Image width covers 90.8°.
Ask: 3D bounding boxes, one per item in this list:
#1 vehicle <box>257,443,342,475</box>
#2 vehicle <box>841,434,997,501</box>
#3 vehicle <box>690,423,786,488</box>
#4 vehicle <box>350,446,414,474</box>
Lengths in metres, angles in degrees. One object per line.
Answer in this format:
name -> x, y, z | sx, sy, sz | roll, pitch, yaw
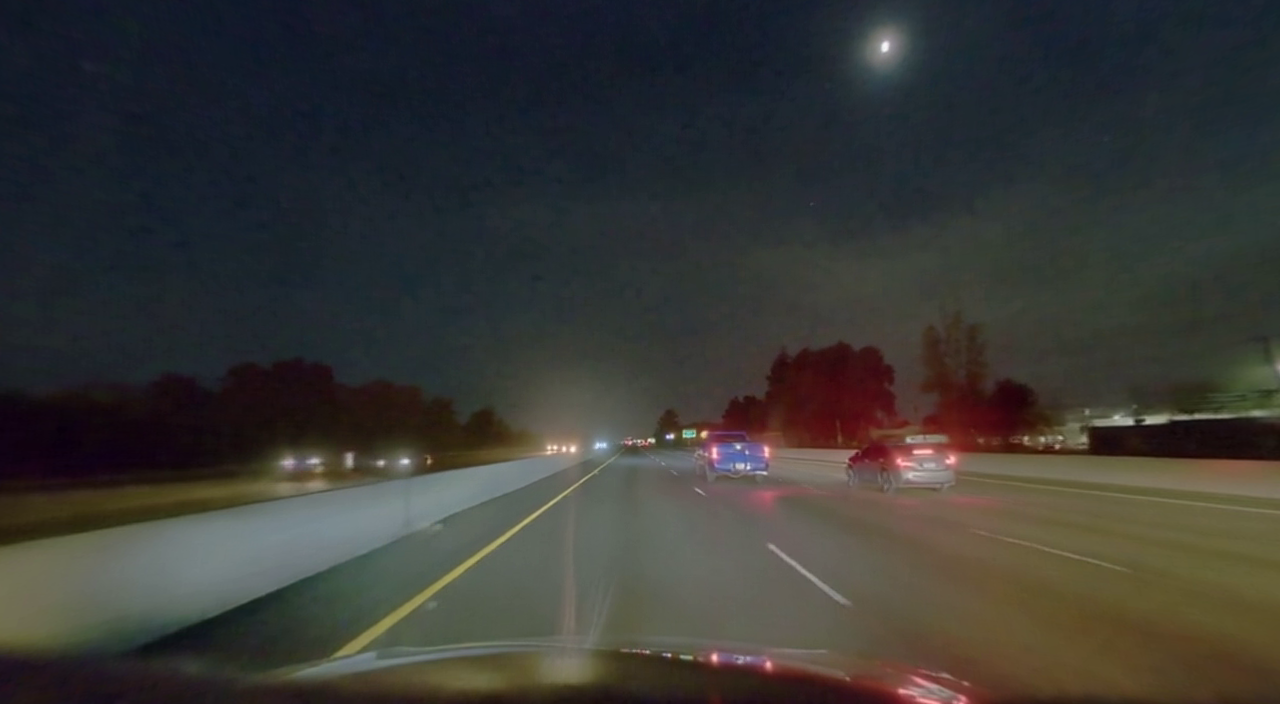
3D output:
vehicle -> -18.453, 5.765, 34.465 | 2.209, 1.570, 4.395 | 0, -8, -1
vehicle -> 6.822, 2.851, 16.027 | 2.009, 1.456, 4.097 | 0, -8, -1
vehicle -> 2.987, 3.330, 20.573 | 2.258, 1.824, 4.908 | 0, -8, -1
vehicle -> -14.521, 6.086, 35.840 | 1.834, 1.458, 4.259 | 0, -8, -1
